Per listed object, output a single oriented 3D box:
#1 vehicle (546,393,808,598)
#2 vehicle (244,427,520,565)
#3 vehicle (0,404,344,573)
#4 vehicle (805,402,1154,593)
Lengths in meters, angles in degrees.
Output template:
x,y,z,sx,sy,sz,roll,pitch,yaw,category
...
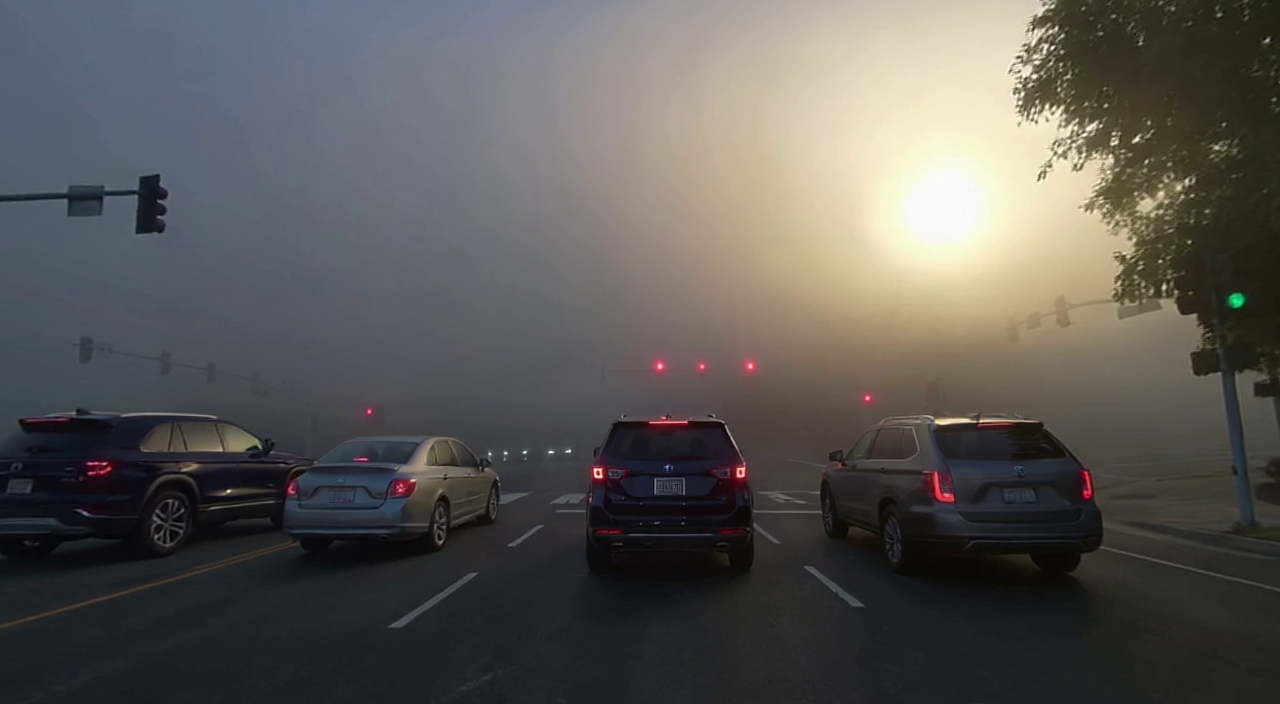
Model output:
x,y,z,sx,sy,sz,roll,pitch,yaw,category
0.387,1.518,7.490,2.198,1.708,4.170,0,-8,2,vehicle
-3.244,1.884,9.096,1.885,1.475,4.359,-1,-8,4,vehicle
-6.633,1.826,9.244,2.075,1.796,4.785,0,-8,2,vehicle
3.519,1.588,7.749,2.047,1.638,4.395,-1,-8,4,vehicle
